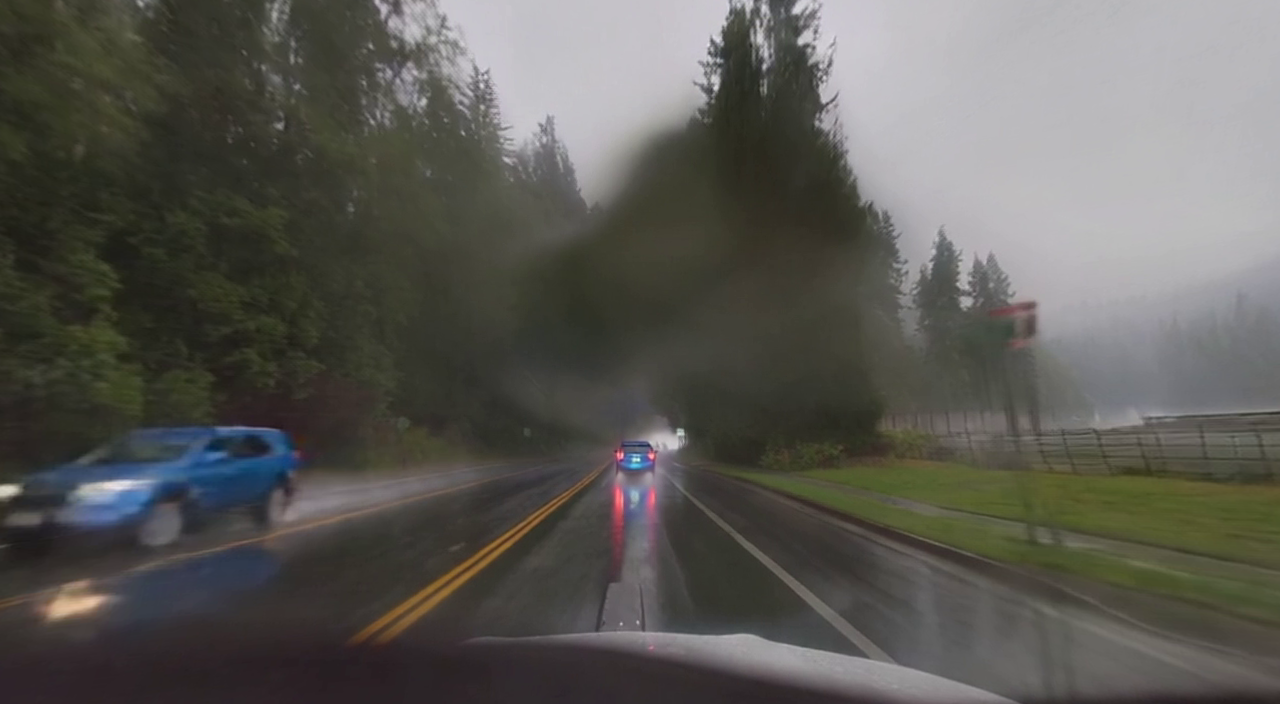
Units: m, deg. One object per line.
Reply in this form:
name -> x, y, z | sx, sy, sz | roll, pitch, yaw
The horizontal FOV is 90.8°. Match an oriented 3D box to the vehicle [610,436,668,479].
vehicle -> -0.064, 4.590, 27.577 | 2.294, 1.708, 4.110 | 1, -9, -1

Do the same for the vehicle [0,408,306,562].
vehicle -> -7.269, 1.860, 9.410 | 2.185, 1.713, 4.365 | 1, -9, -1
